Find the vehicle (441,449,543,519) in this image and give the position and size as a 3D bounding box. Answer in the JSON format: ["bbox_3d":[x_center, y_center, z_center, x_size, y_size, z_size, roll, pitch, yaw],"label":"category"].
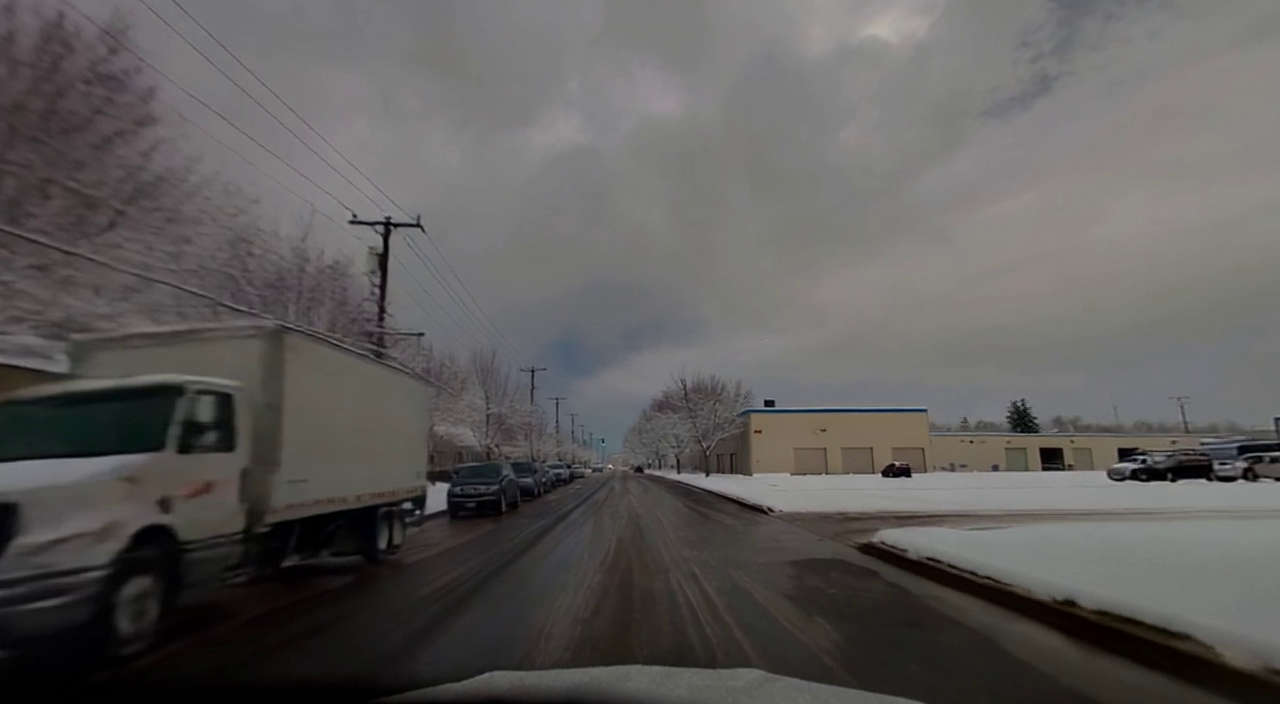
[{"bbox_3d":[-4.113,3.701,18.259,1.886,1.640,4.311,2,-8,-1],"label":"vehicle"}]

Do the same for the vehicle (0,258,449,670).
[{"bbox_3d":[-4.045,1.188,7.005,2.242,2.726,5.581,1,-10,-3],"label":"vehicle"}]
